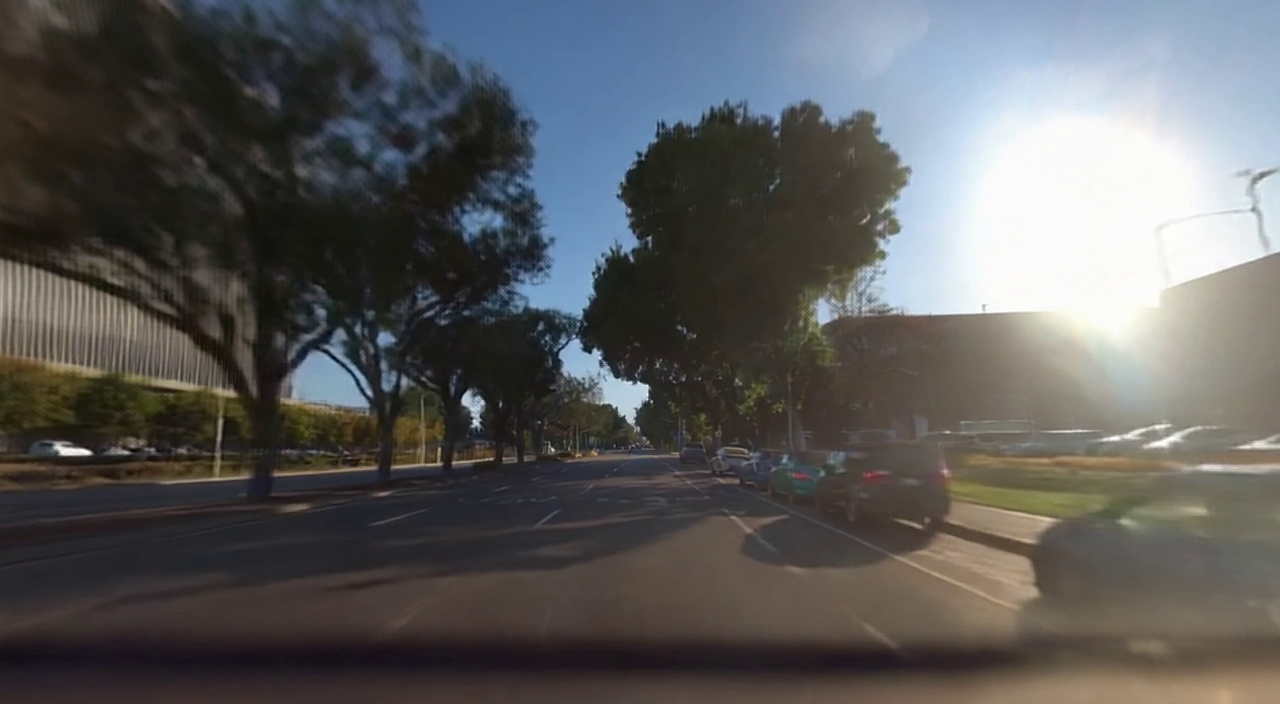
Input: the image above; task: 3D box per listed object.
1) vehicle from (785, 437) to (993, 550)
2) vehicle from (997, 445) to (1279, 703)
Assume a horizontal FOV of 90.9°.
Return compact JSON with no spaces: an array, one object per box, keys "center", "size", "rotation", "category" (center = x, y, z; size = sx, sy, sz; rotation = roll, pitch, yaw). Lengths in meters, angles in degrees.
[{"center":[4.065,2.345,11.297],"size":[1.974,1.534,4.610],"rotation":[1,-8,2],"category":"vehicle"},{"center":[4.255,1.268,3.690],"size":[1.872,1.420,4.201],"rotation":[0,-8,0],"category":"vehicle"}]
